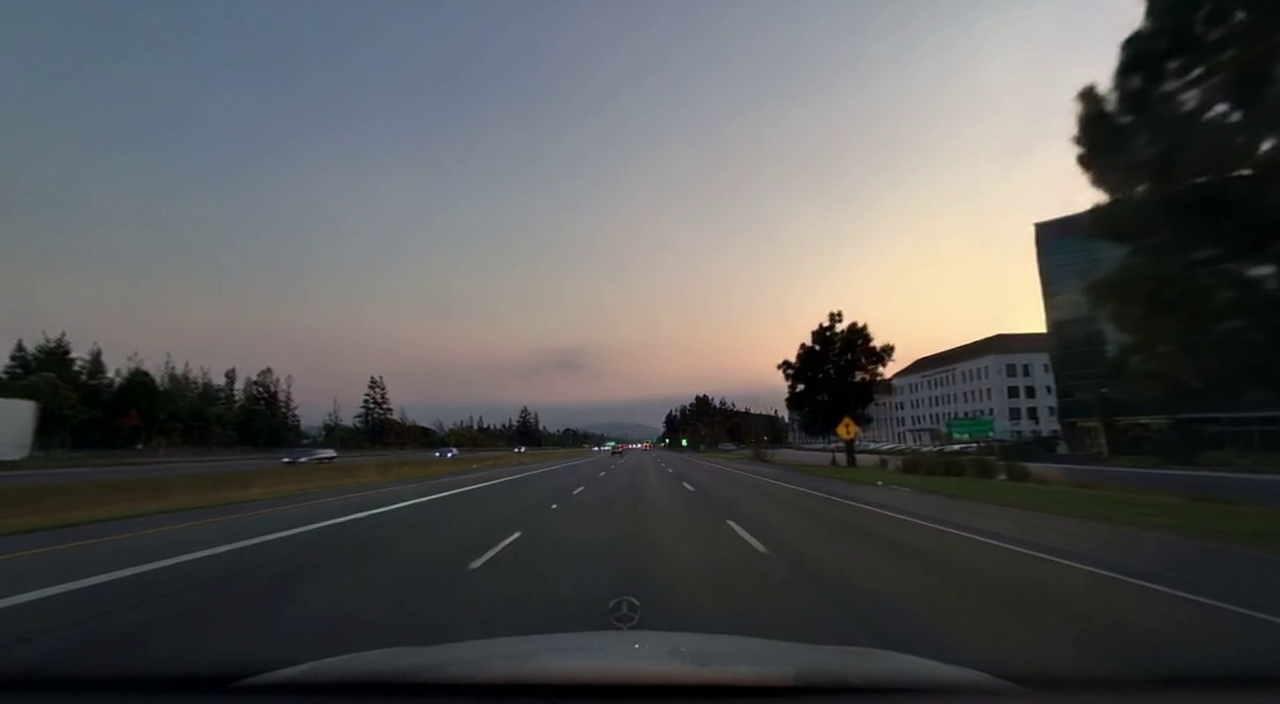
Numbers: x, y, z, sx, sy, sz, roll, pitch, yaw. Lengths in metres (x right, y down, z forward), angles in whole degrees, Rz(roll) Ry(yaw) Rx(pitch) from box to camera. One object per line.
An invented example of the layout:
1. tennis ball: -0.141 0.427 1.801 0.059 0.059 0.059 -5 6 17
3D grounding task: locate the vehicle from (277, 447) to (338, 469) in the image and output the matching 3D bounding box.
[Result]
1. vehicle: -24.378 7.742 46.347 1.925 1.527 4.646 0 -9 1

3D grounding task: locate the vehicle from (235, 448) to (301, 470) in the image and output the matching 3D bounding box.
1. vehicle: -28.171 8.089 47.922 2.049 1.517 4.763 0 -9 1
